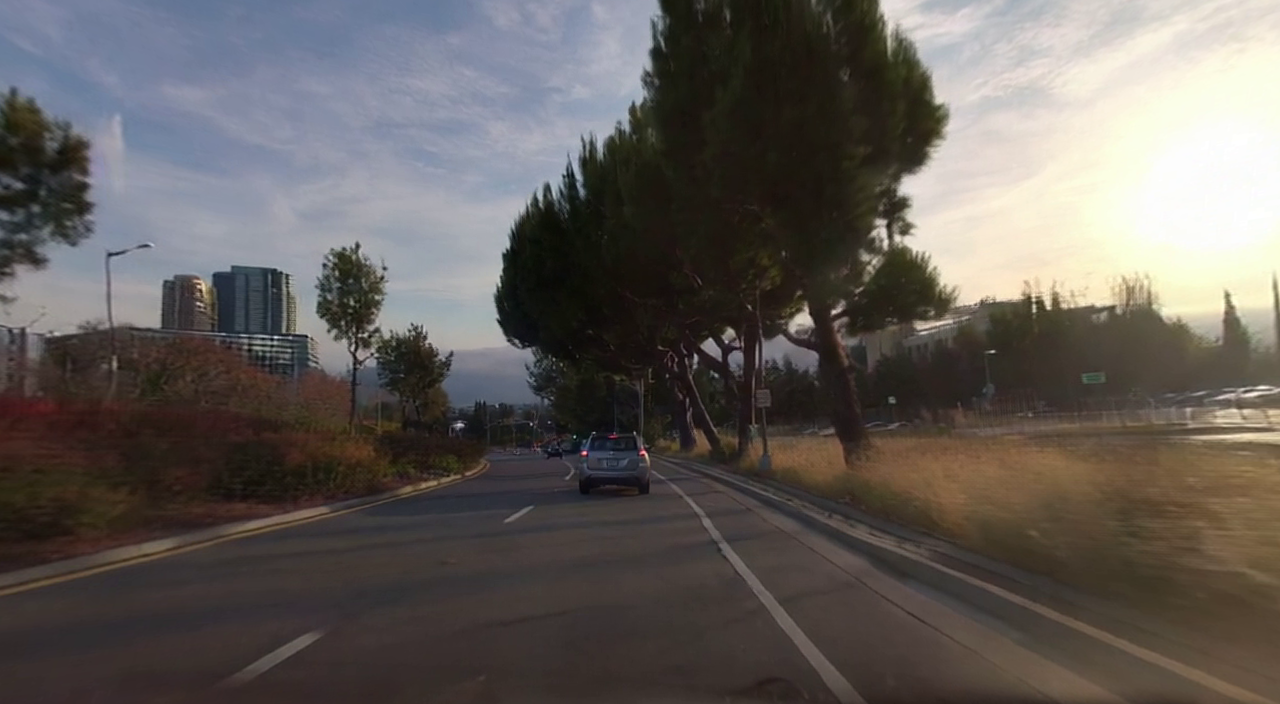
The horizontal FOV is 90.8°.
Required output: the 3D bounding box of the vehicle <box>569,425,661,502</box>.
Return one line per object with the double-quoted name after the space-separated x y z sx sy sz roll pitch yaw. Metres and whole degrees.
-0.613 2.906 16.811 2.131 1.761 4.242 0 -8 -1 "vehicle"
